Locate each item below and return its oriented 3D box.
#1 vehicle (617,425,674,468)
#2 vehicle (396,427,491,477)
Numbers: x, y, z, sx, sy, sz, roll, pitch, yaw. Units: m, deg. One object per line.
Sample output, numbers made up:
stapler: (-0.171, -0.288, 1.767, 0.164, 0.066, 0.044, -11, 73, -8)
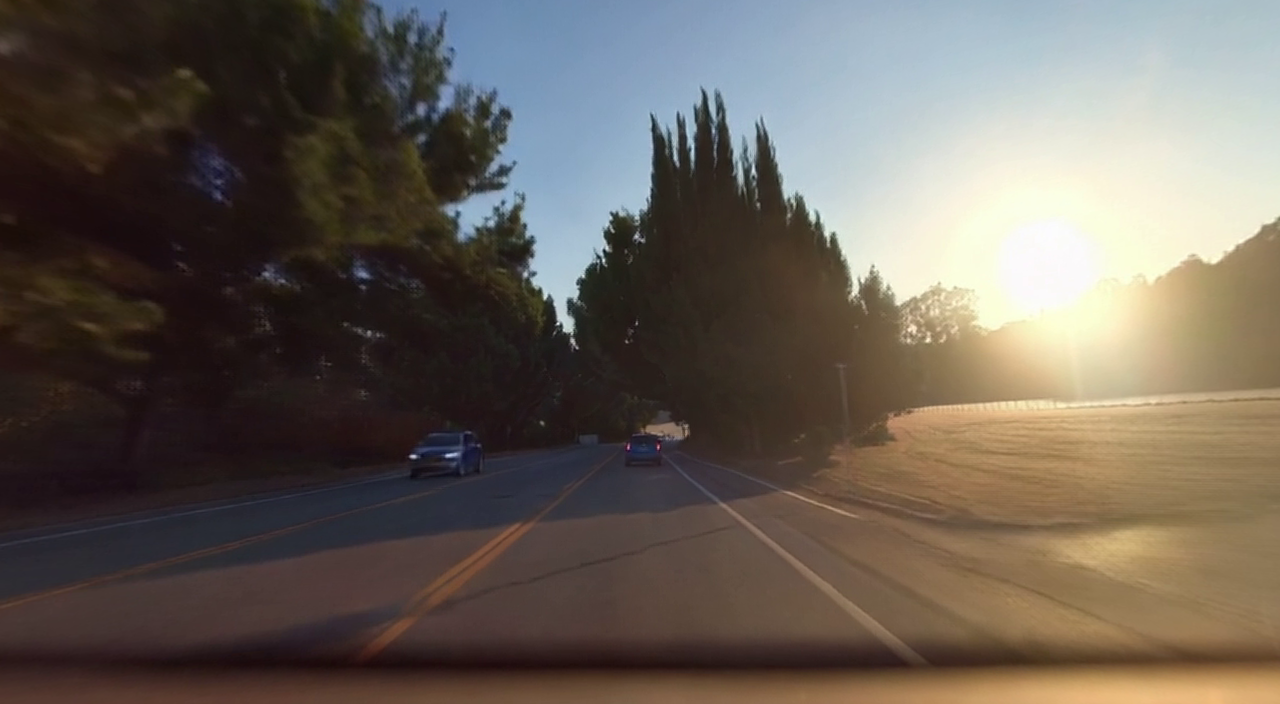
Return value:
vehicle: (0.214, 4.108, 27.571, 2.294, 1.708, 4.110, 0, -8, 0)
vehicle: (-7.266, 3.745, 23.856, 2.185, 1.713, 4.365, 0, -8, 0)
